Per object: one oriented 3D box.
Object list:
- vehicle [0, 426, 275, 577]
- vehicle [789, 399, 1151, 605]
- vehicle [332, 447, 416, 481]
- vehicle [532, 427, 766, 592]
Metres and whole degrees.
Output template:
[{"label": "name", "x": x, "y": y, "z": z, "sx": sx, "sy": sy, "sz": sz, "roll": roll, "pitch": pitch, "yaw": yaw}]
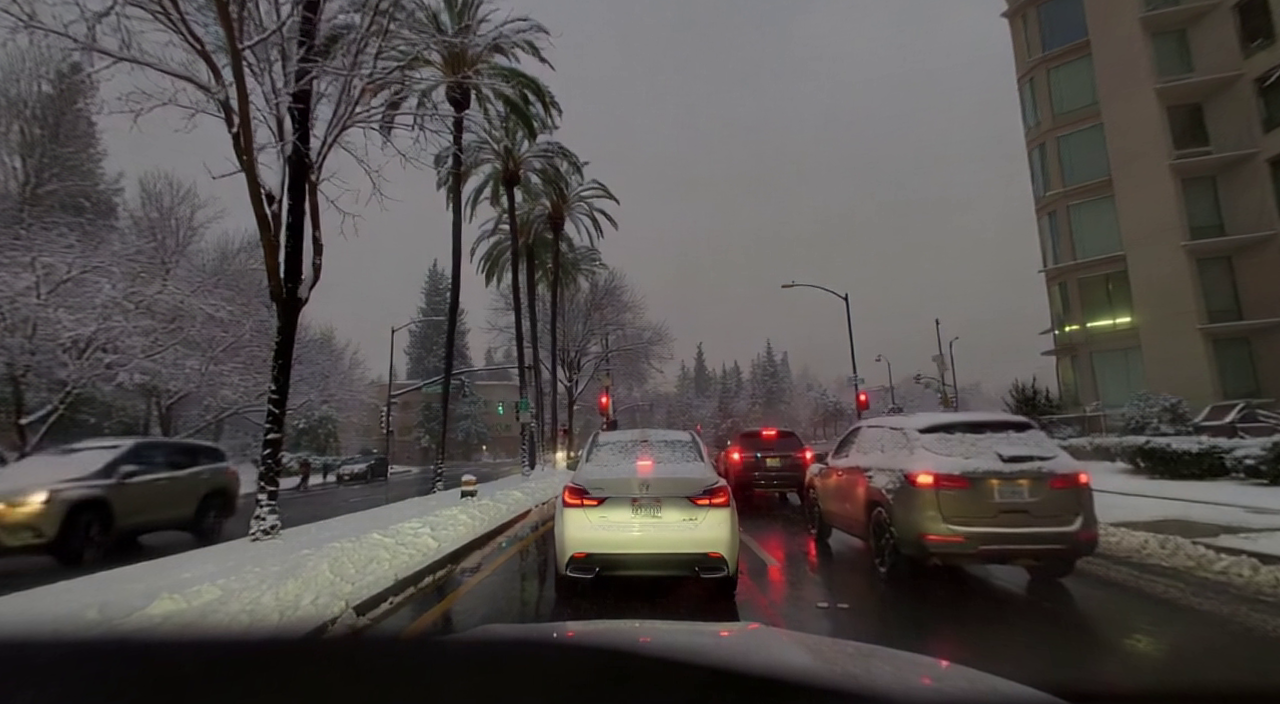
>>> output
[{"label": "vehicle", "x": -7.931, "y": 2.033, "z": 9.442, "sx": 2.053, "sy": 1.693, "sz": 4.198, "roll": -1, "pitch": -8, "yaw": 7}, {"label": "vehicle", "x": 3.316, "y": 1.589, "z": 7.581, "sx": 2.003, "sy": 1.733, "sz": 4.319, "roll": 0, "pitch": -8, "yaw": 1}, {"label": "vehicle", "x": -13.202, "y": 5.555, "z": 31.710, "sx": 1.965, "sy": 1.507, "sz": 4.725, "roll": -1, "pitch": -8, "yaw": 2}, {"label": "vehicle", "x": 0.122, "y": 1.714, "z": 7.716, "sx": 2.088, "sy": 1.452, "sz": 3.993, "roll": -1, "pitch": -8, "yaw": 1}]
